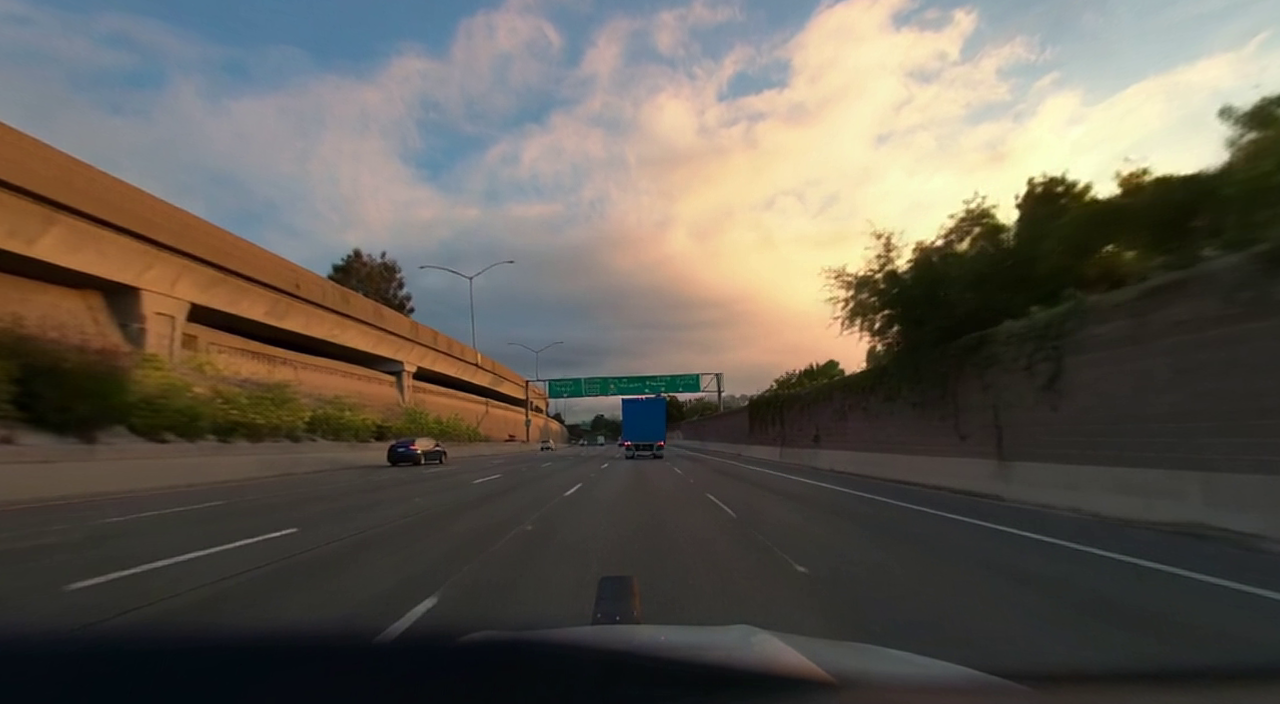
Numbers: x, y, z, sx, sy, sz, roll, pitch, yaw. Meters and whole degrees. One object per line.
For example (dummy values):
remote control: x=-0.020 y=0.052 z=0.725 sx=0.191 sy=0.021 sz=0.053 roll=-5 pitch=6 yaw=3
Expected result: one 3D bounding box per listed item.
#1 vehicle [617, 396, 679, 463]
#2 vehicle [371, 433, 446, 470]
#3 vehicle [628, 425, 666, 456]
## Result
vehicle: x=0.238 y=5.052 z=40.192 sx=3.233 sy=3.678 sz=11.032 roll=0 pitch=-8 yaw=-3
vehicle: x=-10.761 y=4.661 z=29.699 sx=1.919 sy=1.625 sz=4.183 roll=0 pitch=-8 yaw=0
vehicle: x=0.345 y=5.186 z=36.971 sx=2.052 sy=1.666 sz=4.358 roll=0 pitch=-8 yaw=-1
